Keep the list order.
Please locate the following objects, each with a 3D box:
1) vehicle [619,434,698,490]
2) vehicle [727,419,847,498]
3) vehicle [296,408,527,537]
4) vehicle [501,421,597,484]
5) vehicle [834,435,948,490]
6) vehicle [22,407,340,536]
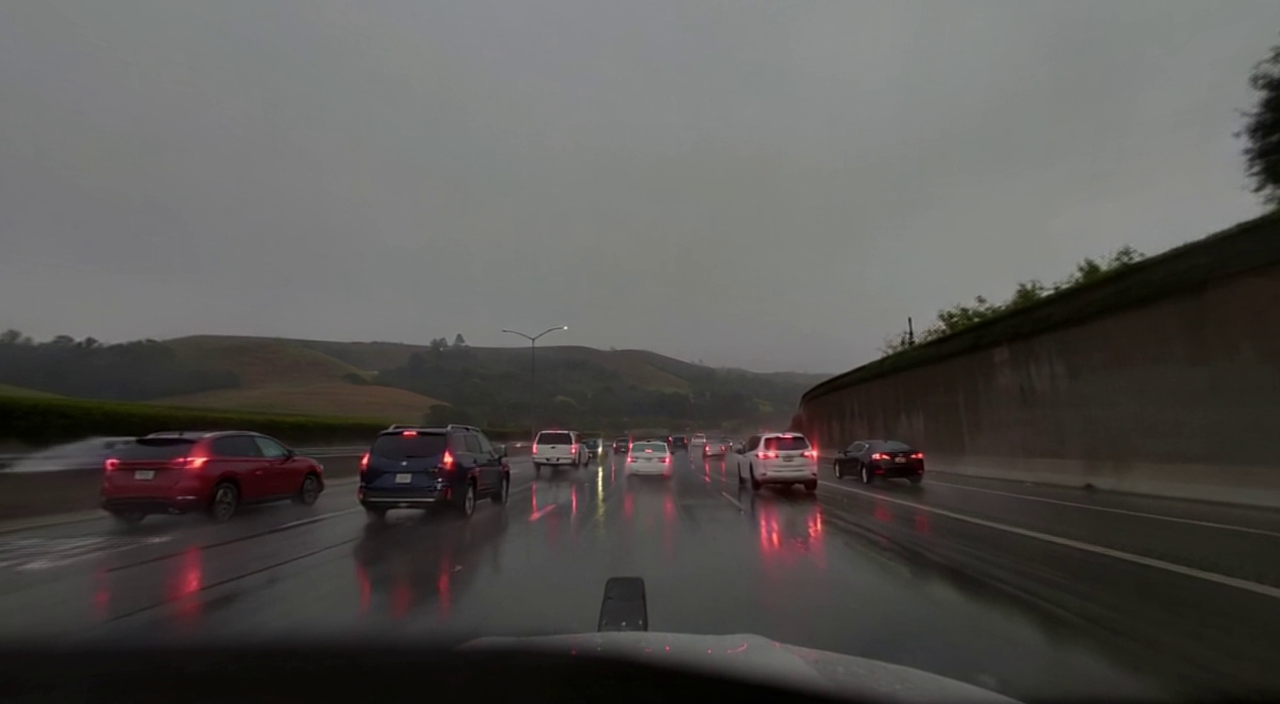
[{"bbox_3d":[0.539,3.239,18.992,2.105,1.471,4.349,0,-8,2],"label":"vehicle"},{"bbox_3d":[3.642,2.730,16.569,2.046,1.765,4.534,0,-8,0],"label":"vehicle"},{"bbox_3d":[-3.470,1.933,10.722,2.179,1.723,4.410,0,-8,1],"label":"vehicle"},{"bbox_3d":[-2.986,3.479,22.120,2.301,1.902,5.374,-1,-8,3],"label":"vehicle"},{"bbox_3d":[7.475,3.317,19.277,1.846,1.469,4.166,0,-8,1],"label":"vehicle"},{"bbox_3d":[-7.670,2.034,11.391,2.017,1.810,4.782,0,-8,2],"label":"vehicle"}]
